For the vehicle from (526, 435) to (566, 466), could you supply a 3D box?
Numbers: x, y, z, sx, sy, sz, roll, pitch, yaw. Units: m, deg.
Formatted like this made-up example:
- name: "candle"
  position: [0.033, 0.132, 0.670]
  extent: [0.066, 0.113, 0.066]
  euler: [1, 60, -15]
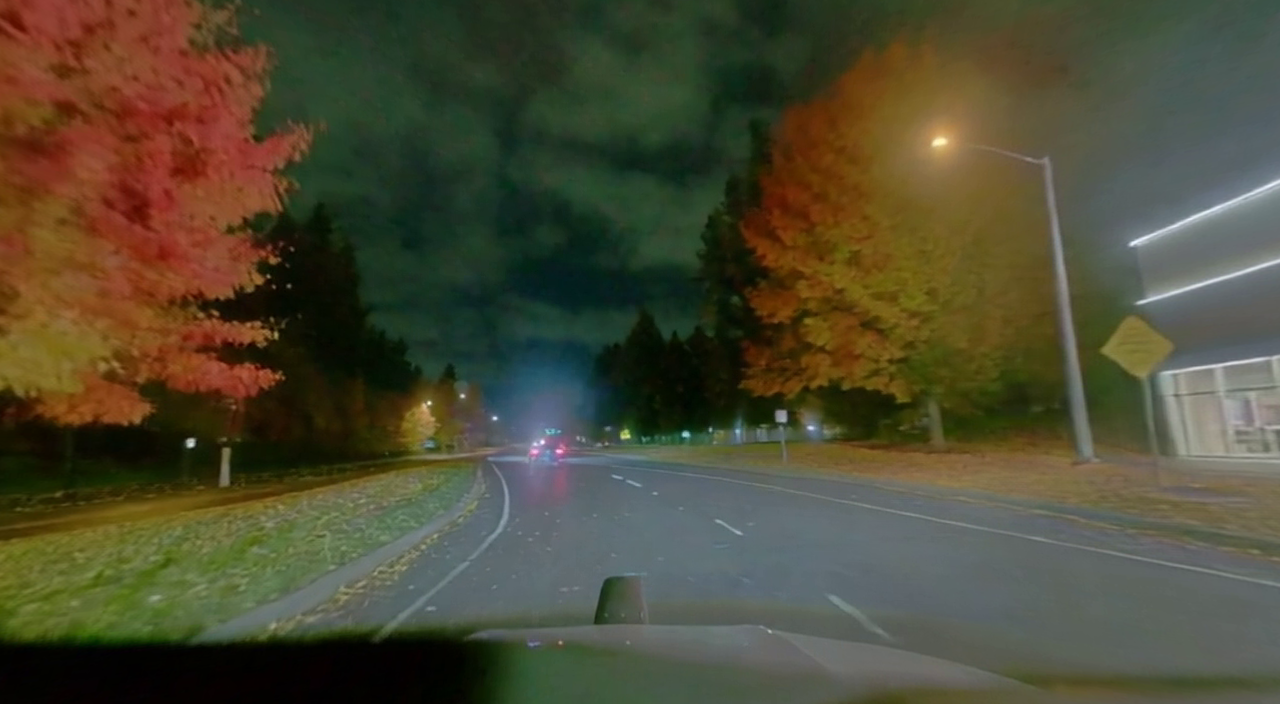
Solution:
- name: "vehicle"
  position: [-6.087, 6.265, 40.415]
  extent: [2.146, 1.814, 5.110]
  euler: [2, -8, -13]
